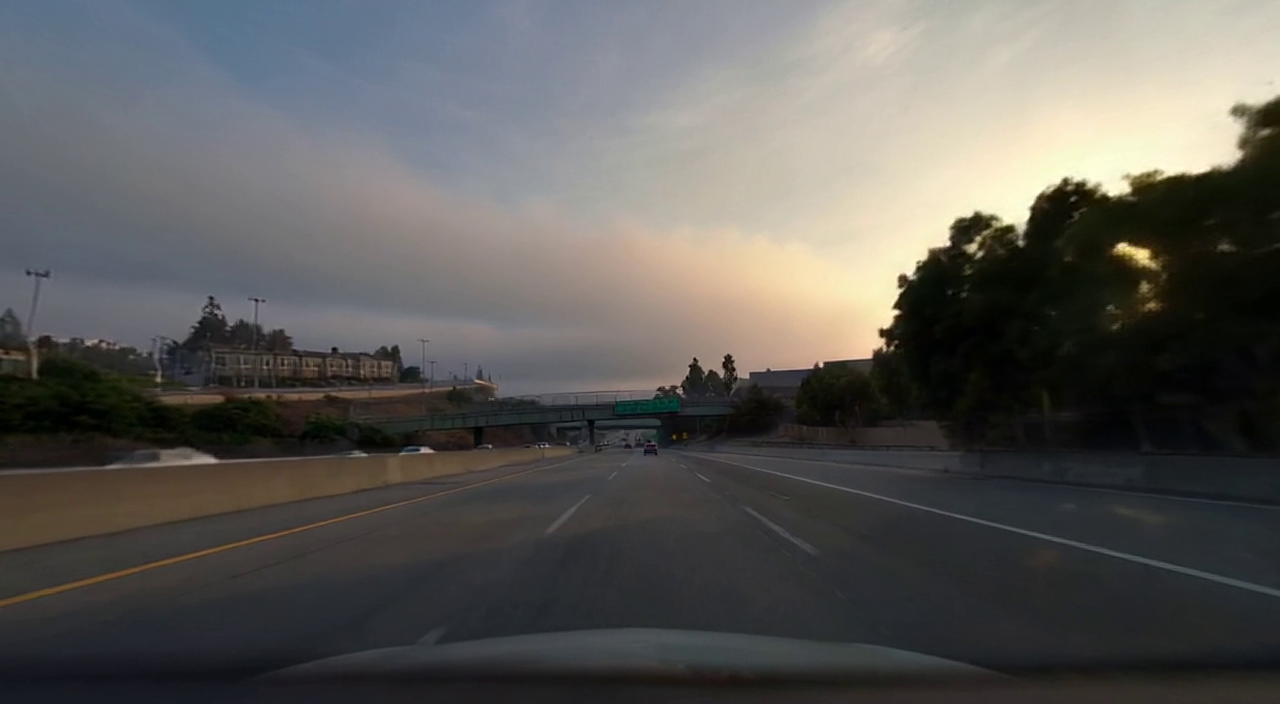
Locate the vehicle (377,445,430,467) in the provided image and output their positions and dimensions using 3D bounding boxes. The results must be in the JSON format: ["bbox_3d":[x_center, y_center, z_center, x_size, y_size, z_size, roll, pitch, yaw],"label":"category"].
[{"bbox_3d":[-17.224,7.598,46.231,2.042,1.464,4.538,0,-8,2],"label":"vehicle"}]

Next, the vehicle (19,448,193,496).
[{"bbox_3d":[-18.247,4.099,21.939,1.956,1.444,4.602,0,-8,1],"label":"vehicle"}]
